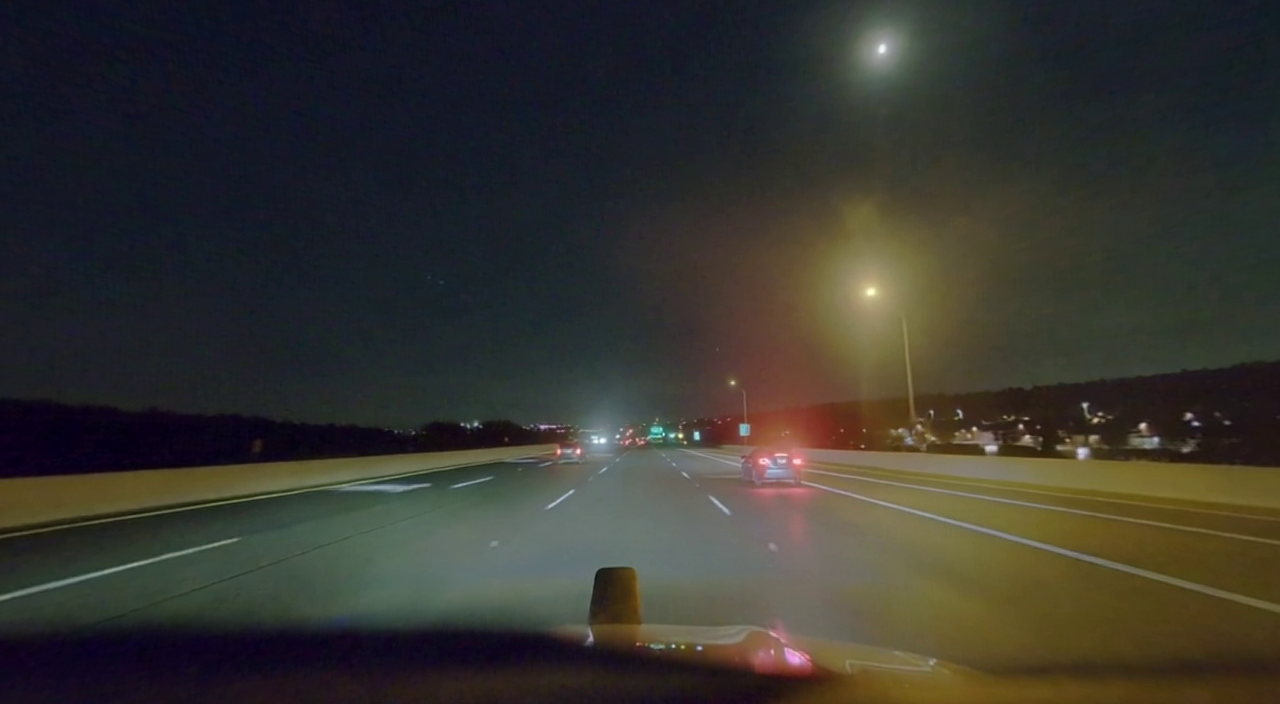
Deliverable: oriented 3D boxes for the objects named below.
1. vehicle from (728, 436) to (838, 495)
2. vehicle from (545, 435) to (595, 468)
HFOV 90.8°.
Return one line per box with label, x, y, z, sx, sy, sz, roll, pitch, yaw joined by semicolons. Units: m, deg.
vehicle;3.970;3.236;18.368;2.060;1.485;4.274;0;-8;-2
vehicle;-3.673;5.329;33.850;2.048;1.618;4.424;0;-8;1
